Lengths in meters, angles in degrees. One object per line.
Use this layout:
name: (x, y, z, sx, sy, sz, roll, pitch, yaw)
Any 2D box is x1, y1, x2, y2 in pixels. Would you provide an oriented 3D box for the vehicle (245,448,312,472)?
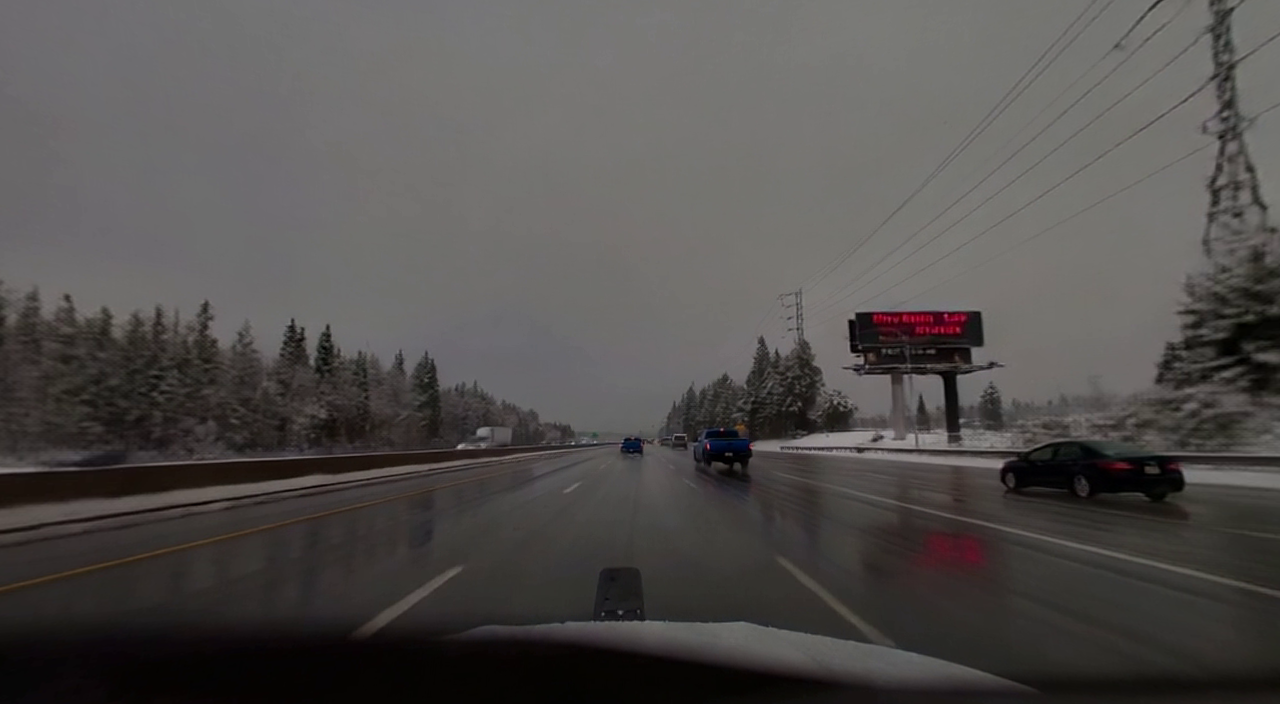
vehicle: (-24.327, 7.235, 42.541, 1.898, 1.475, 4.426, 0, -8, 0)

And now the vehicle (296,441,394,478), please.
vehicle: (-13.195, 4.832, 28.561, 2.101, 1.515, 4.762, 0, -8, 0)

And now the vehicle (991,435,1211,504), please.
vehicle: (11.323, 2.898, 16.034, 2.076, 1.470, 4.644, 0, -8, 0)

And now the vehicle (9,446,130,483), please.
vehicle: (-30.153, 5.930, 33.518, 2.005, 1.758, 4.615, 0, -8, 1)
